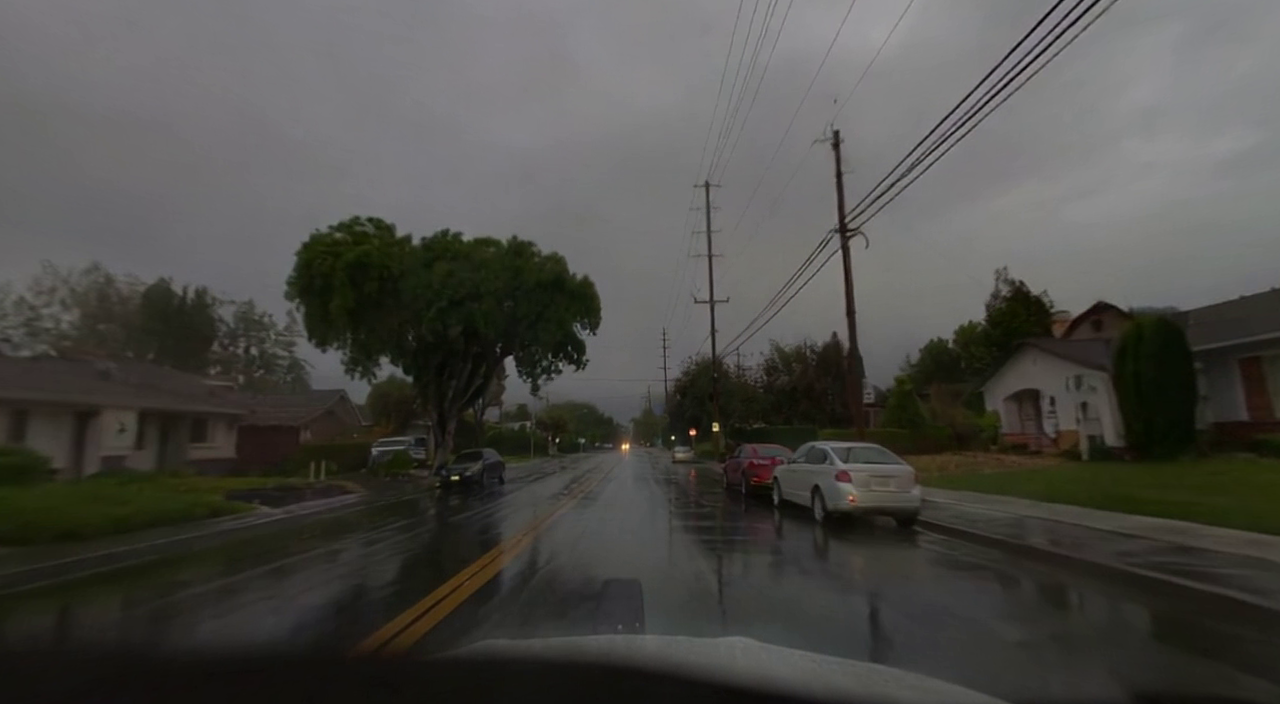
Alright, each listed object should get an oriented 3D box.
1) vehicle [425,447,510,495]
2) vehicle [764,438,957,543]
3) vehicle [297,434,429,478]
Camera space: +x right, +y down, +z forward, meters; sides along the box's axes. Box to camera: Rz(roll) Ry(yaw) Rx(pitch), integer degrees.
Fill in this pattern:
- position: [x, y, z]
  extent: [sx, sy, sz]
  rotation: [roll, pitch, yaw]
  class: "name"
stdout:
- position: [-6.439, 4.453, 24.063]
  extent: [1.985, 1.497, 4.655]
  rotation: [-2, -8, -1]
  class: "vehicle"
- position: [3.789, 2.428, 11.814]
  extent: [1.917, 1.569, 4.460]
  rotation: [0, -8, -1]
  class: "vehicle"
- position: [-14.238, 5.363, 32.613]
  extent: [5.681, 2.094, 2.344]
  rotation: [0, -8, 0]
  class: "vehicle"
